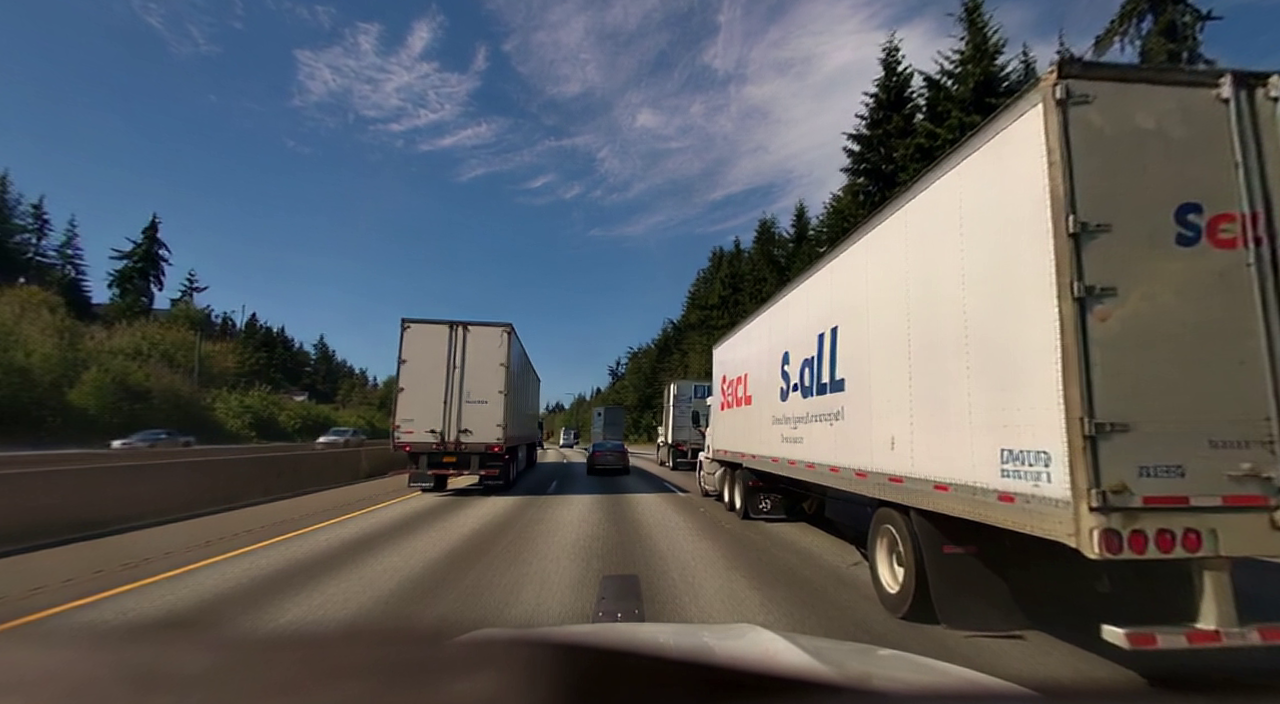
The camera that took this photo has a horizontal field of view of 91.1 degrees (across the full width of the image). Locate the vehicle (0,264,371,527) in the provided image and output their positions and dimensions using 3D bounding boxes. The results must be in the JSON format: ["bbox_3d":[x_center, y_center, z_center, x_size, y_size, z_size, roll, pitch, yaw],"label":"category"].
[{"bbox_3d":[-11.065,0.981,12.183,2.867,4.125,14.026,-2,-8,13],"label":"vehicle"}]

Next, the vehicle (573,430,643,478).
[{"bbox_3d":[-1.260,3.602,22.630,2.060,1.540,4.374,1,-8,-9],"label":"vehicle"}]

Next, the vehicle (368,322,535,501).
[{"bbox_3d":[-4.717,1.817,17.857,2.822,3.788,8.799,1,-8,-6],"label":"vehicle"}]

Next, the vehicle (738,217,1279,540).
[{"bbox_3d":[7.242,0.970,12.901,2.820,4.084,13.786,4,-8,-26],"label":"vehicle"}]
